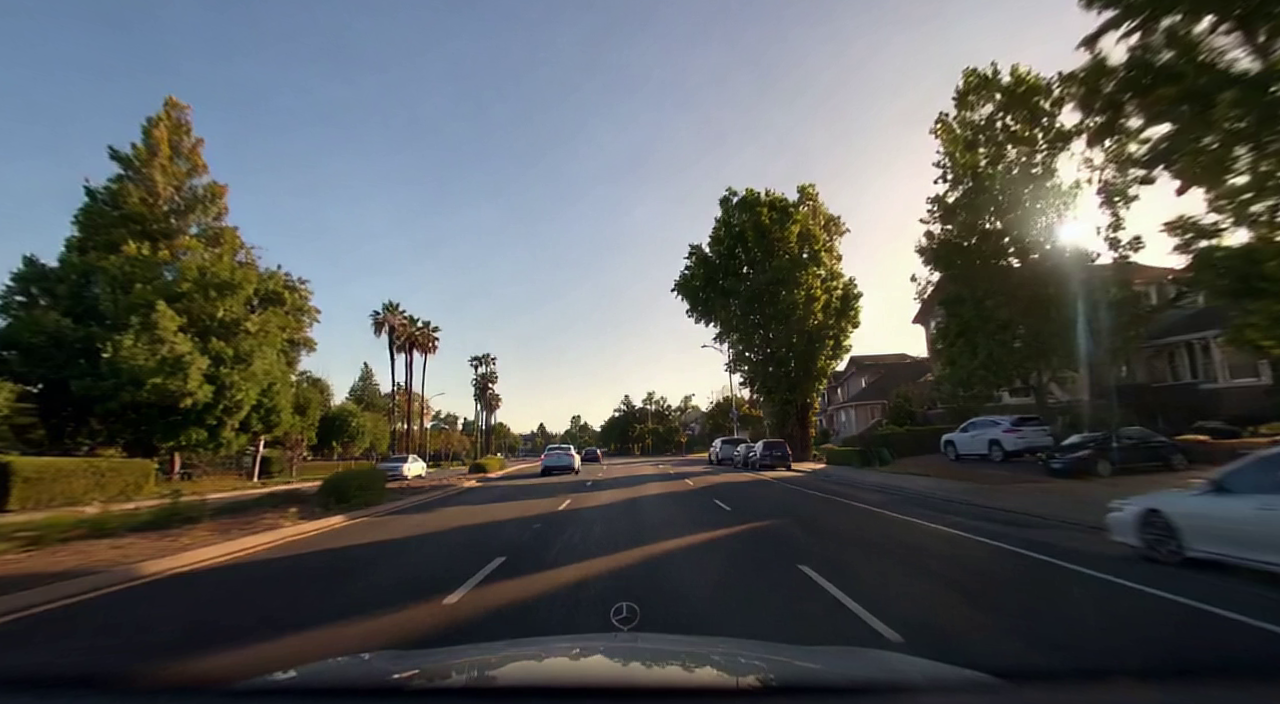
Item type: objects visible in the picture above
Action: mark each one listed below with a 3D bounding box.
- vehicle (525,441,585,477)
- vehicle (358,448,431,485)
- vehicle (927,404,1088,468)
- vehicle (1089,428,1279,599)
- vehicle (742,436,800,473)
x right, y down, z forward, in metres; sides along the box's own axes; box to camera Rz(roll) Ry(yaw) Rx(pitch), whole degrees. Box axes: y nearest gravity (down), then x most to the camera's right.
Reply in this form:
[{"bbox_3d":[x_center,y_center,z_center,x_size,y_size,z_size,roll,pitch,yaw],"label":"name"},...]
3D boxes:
[{"bbox_3d":[-3.740,4.821,28.692,2.108,1.475,4.555,0,-8,0],"label":"vehicle"},{"bbox_3d":[-12.066,5.622,31.355,2.152,1.509,3.954,-4,-8,-2],"label":"vehicle"},{"bbox_3d":[13.132,3.110,23.188,2.370,1.936,5.507,-3,-8,-2],"label":"vehicle"},{"bbox_3d":[6.562,1.387,5.368,2.008,1.467,4.721,0,-8,0],"label":"vehicle"},{"bbox_3d":[6.492,5.116,31.817,1.962,1.725,4.257,0,-8,0],"label":"vehicle"}]
